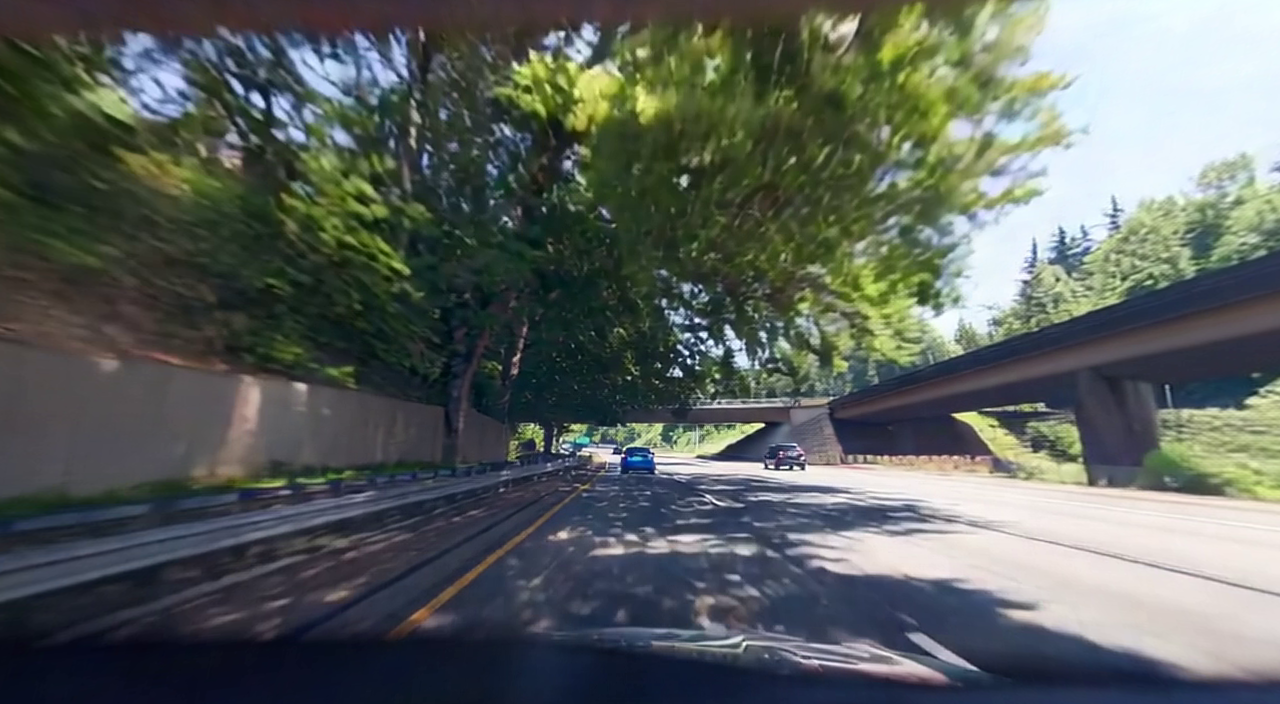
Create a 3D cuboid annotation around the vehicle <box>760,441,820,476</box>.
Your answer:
[{"bbox_3d":[7.580,5.417,32.297,2.006,1.639,4.087,0,-9,-1],"label":"vehicle"}]

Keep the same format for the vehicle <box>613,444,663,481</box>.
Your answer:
[{"bbox_3d":[-0.115,4.915,28.314,2.069,1.523,4.012,0,-9,-1],"label":"vehicle"}]
